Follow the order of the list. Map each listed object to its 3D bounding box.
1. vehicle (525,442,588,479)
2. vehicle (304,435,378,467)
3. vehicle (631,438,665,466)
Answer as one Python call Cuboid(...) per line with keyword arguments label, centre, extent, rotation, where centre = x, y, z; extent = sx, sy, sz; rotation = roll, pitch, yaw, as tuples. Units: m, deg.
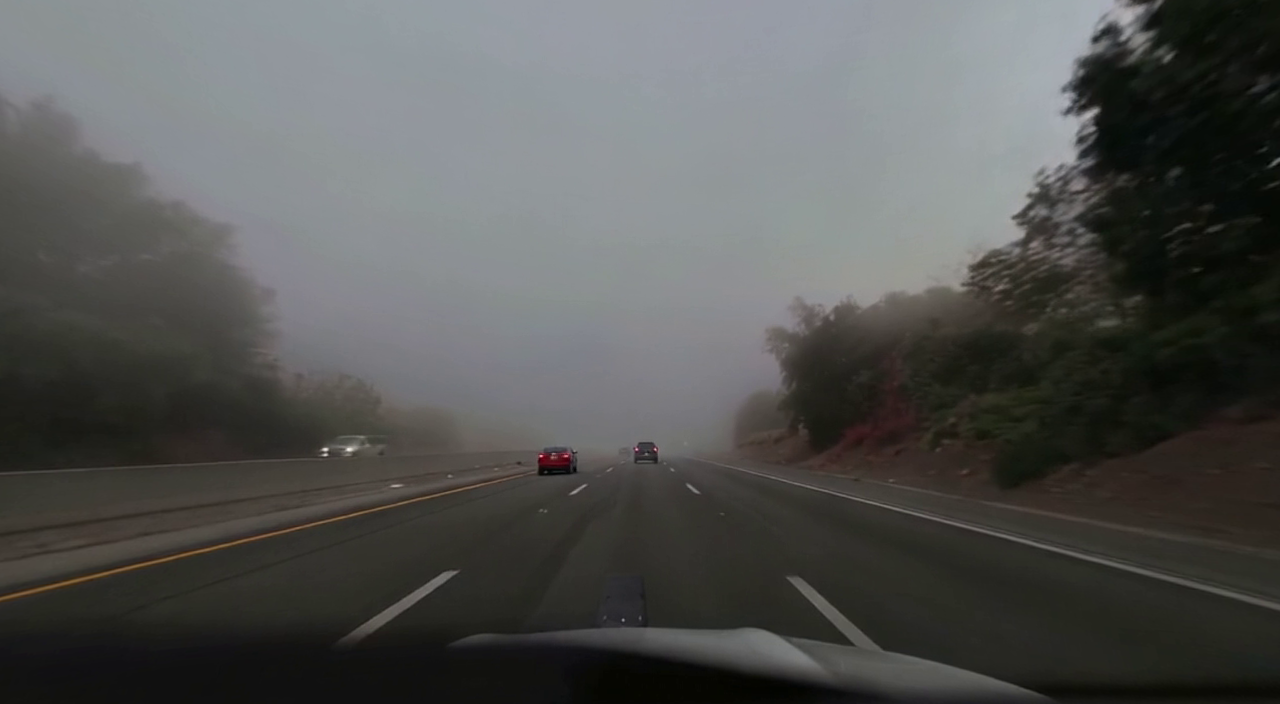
Cuboid(label="vehicle", centre=(-3.578, 4.707, 27.588), extent=(2.082, 1.485, 4.237), rotation=(0, -8, 2))
Cuboid(label="vehicle", centre=(-21.539, 7.151, 45.546), extent=(2.360, 2.168, 5.853), rotation=(0, -8, 1))
Cuboid(label="vehicle", centre=(0.489, 6.896, 43.405), extent=(2.272, 1.836, 4.866), rotation=(0, -8, -1))
